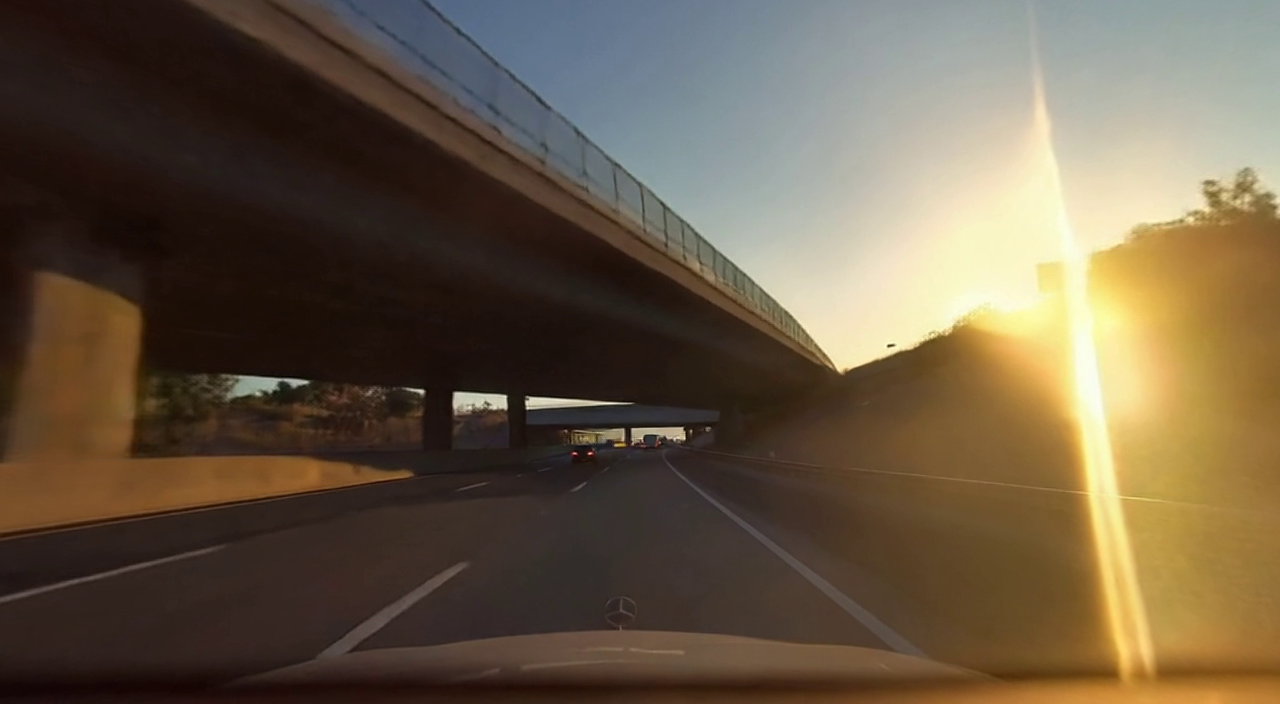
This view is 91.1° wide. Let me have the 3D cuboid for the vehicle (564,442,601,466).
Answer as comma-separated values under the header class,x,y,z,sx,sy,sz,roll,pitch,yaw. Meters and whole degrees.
class,x,y,z,sx,sy,sz,roll,pitch,yaw
vehicle,-3.928,7.077,43.691,1.961,1.540,4.487,-1,-9,2
